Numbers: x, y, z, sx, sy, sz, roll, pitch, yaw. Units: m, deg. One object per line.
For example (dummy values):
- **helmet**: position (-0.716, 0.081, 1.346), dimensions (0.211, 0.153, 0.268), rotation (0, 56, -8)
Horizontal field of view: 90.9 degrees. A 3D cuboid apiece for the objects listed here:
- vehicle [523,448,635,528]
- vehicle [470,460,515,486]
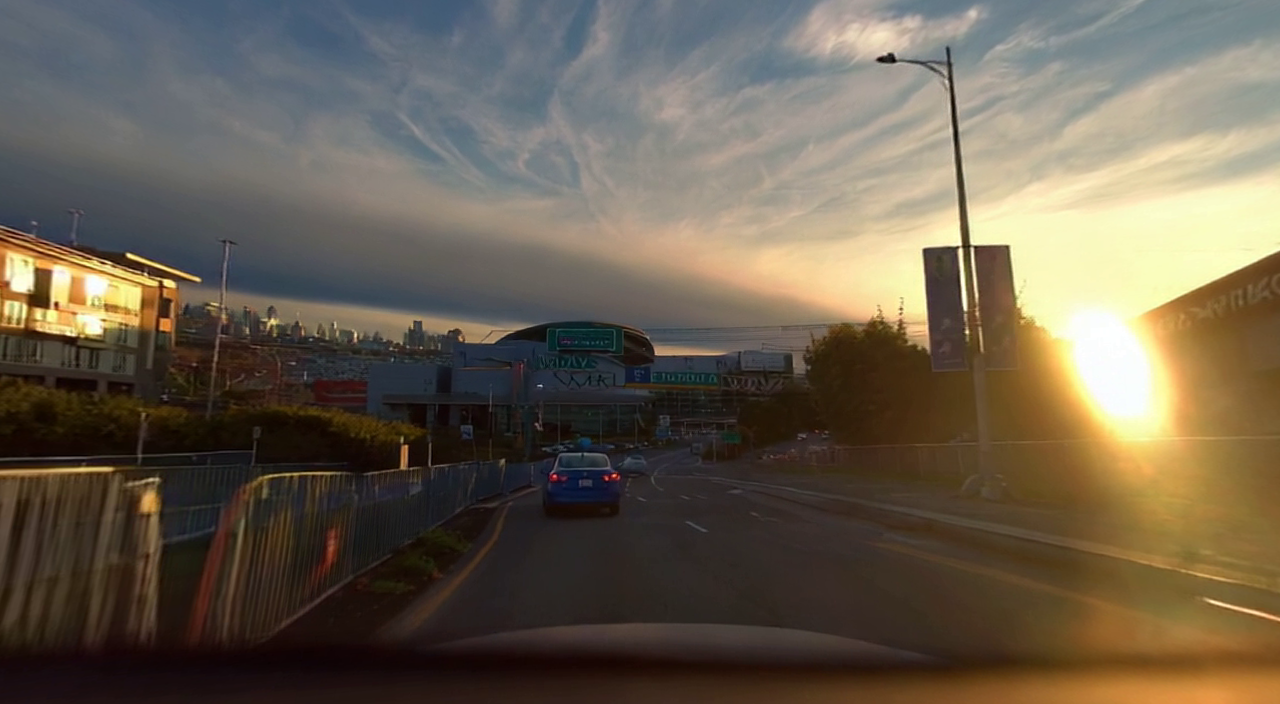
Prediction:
- **vehicle**: position (-1.349, 2.812, 13.643), dimensions (2.063, 1.442, 3.933), rotation (1, -9, -7)
- **vehicle**: position (-9.818, 8.057, 42.116), dimensions (1.854, 1.472, 3.728), rotation (-2, -8, 4)
